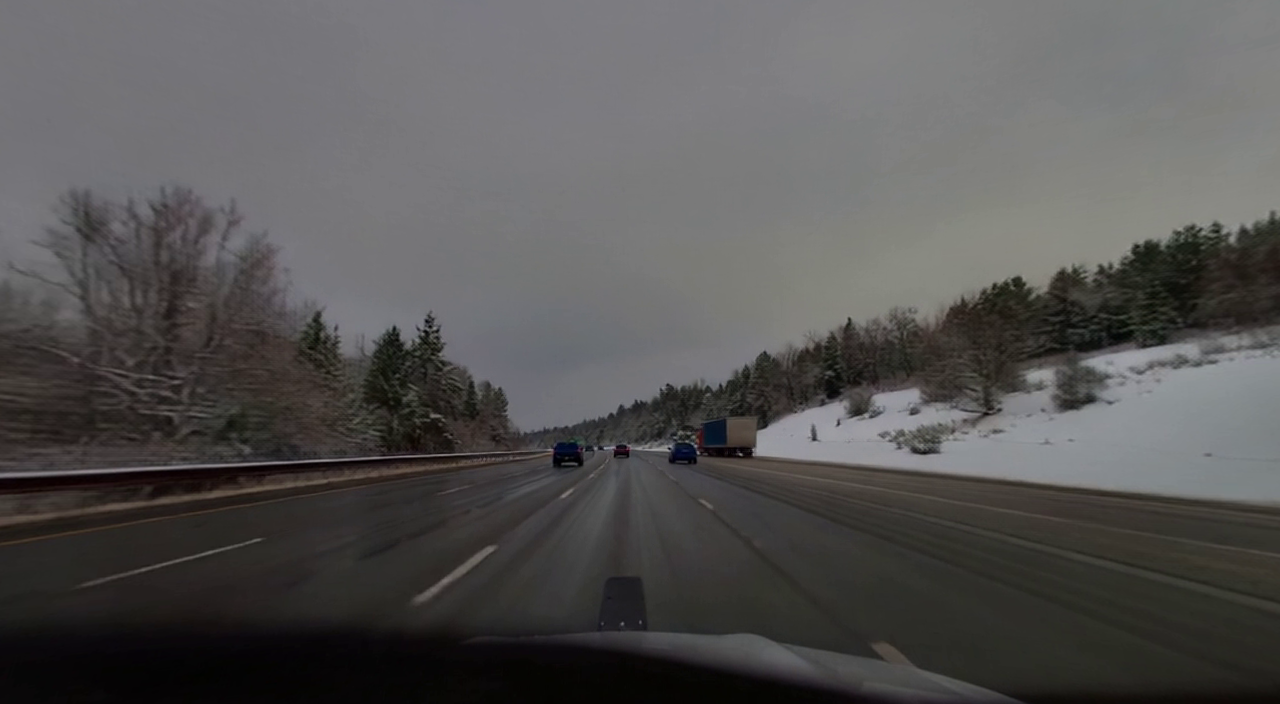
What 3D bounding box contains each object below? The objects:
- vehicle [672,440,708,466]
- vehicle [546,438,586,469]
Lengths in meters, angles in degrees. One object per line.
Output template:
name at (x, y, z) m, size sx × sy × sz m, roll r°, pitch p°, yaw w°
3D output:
vehicle at (3.363, 6.879, 43.103) m, size 1.995 × 1.712 × 4.206 m, roll 0°, pitch -8°, yaw -2°
vehicle at (-4.750, 6.557, 41.026) m, size 2.120 × 1.855 × 4.619 m, roll 0°, pitch -8°, yaw -1°
